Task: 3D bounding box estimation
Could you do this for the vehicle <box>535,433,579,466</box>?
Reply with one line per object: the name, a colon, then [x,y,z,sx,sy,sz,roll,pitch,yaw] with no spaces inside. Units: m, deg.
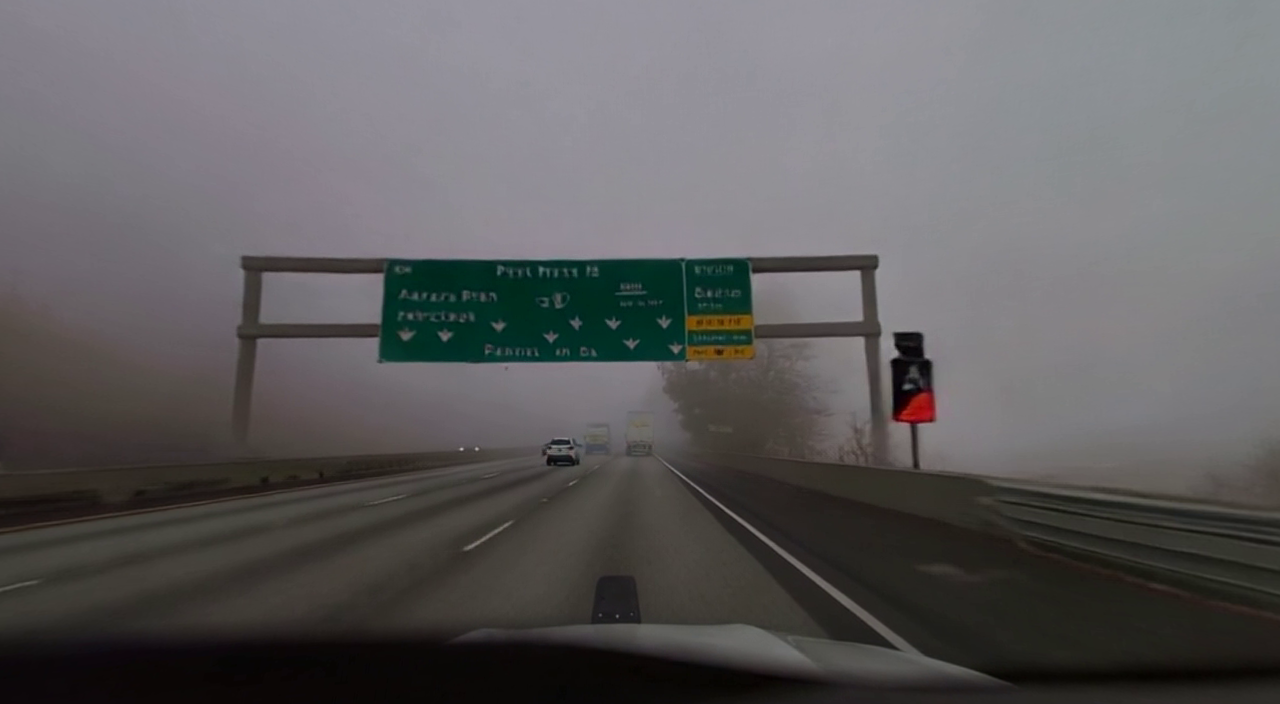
vehicle: [-4.985,5.919,38.450,2.127,1.839,4.984,0,-8,-2]
